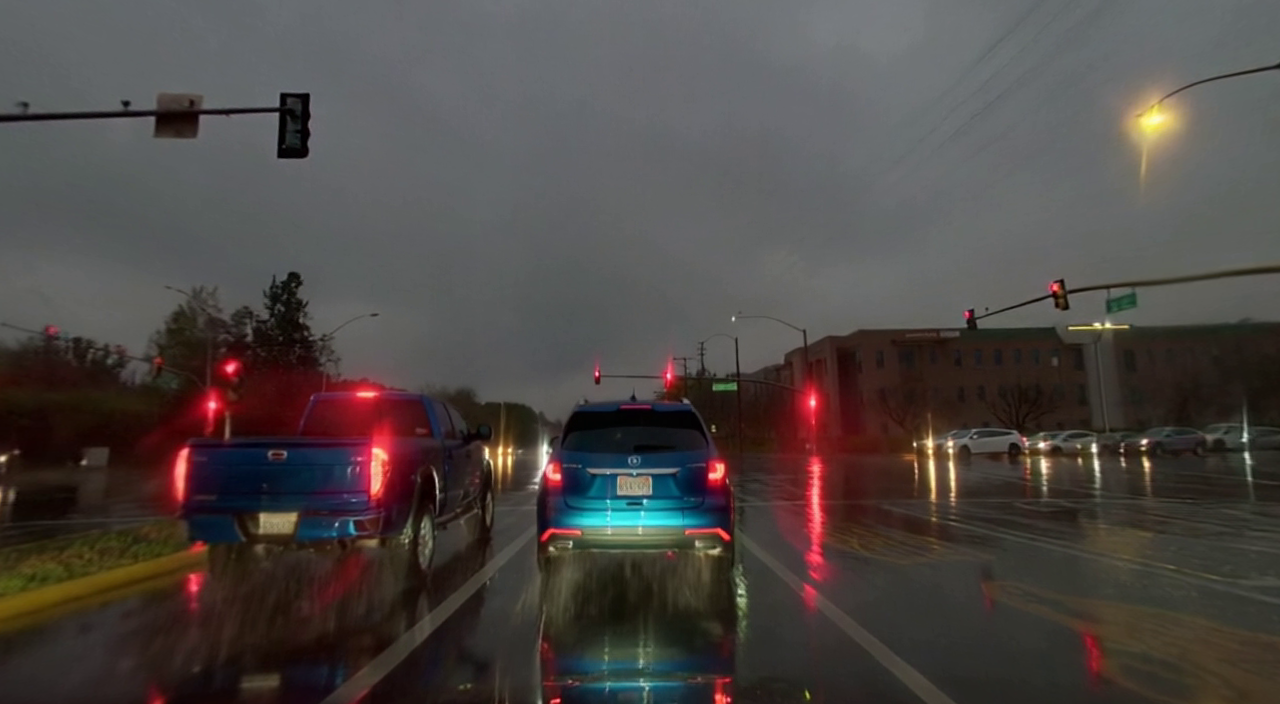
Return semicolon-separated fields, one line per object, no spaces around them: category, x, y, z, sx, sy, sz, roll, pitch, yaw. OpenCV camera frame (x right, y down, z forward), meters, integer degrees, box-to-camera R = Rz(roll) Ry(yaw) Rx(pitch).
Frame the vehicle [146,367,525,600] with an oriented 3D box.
vehicle;-2.974;1.441;7.716;2.220;1.926;4.870;0;-8;-1

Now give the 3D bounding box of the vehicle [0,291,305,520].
vehicle;-12.743;1.650;15.860;3.048;3.927;10.755;0;-8;-3

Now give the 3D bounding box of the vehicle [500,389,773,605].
vehicle;-0.067;1.520;7.516;2.204;1.738;4.690;0;-8;-1

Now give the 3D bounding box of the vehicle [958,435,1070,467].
vehicle;19.296;5.107;32.516;4.624;1.601;1.871;0;-8;-3

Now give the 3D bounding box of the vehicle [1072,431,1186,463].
vehicle;27.921;5.464;35.971;4.849;1.759;2.041;0;-8;-3

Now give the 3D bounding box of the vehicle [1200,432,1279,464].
vehicle;35.859;5.570;36.432;4.714;1.754;2.041;0;-8;-2
